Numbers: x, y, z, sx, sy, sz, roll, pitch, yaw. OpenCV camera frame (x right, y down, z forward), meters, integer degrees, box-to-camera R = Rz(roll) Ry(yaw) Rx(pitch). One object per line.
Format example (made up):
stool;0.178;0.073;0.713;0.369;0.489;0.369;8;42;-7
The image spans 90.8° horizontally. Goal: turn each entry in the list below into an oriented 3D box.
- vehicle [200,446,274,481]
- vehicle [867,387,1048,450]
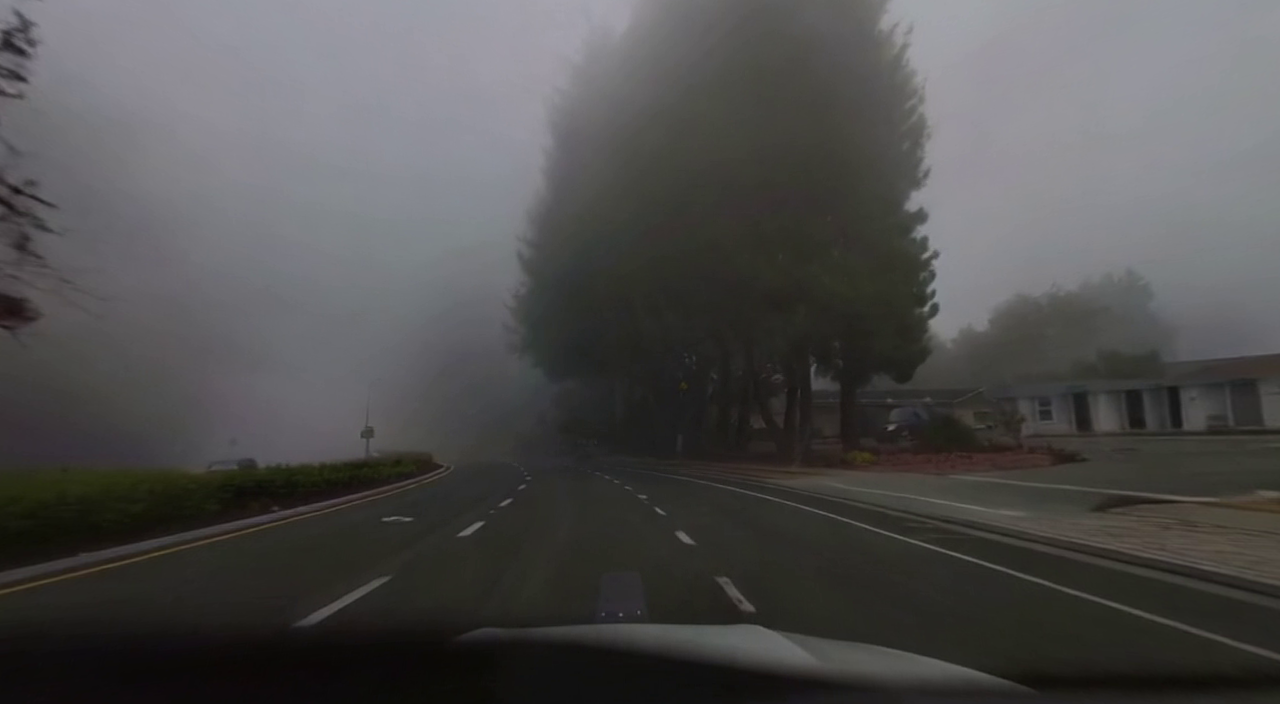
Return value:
vehicle;-25.609;7.071;40.431;2.284;2.059;5.740;2;-9;-16
vehicle;15.485;3.488;31.541;2.757;2.765;7.526;6;-10;-33
